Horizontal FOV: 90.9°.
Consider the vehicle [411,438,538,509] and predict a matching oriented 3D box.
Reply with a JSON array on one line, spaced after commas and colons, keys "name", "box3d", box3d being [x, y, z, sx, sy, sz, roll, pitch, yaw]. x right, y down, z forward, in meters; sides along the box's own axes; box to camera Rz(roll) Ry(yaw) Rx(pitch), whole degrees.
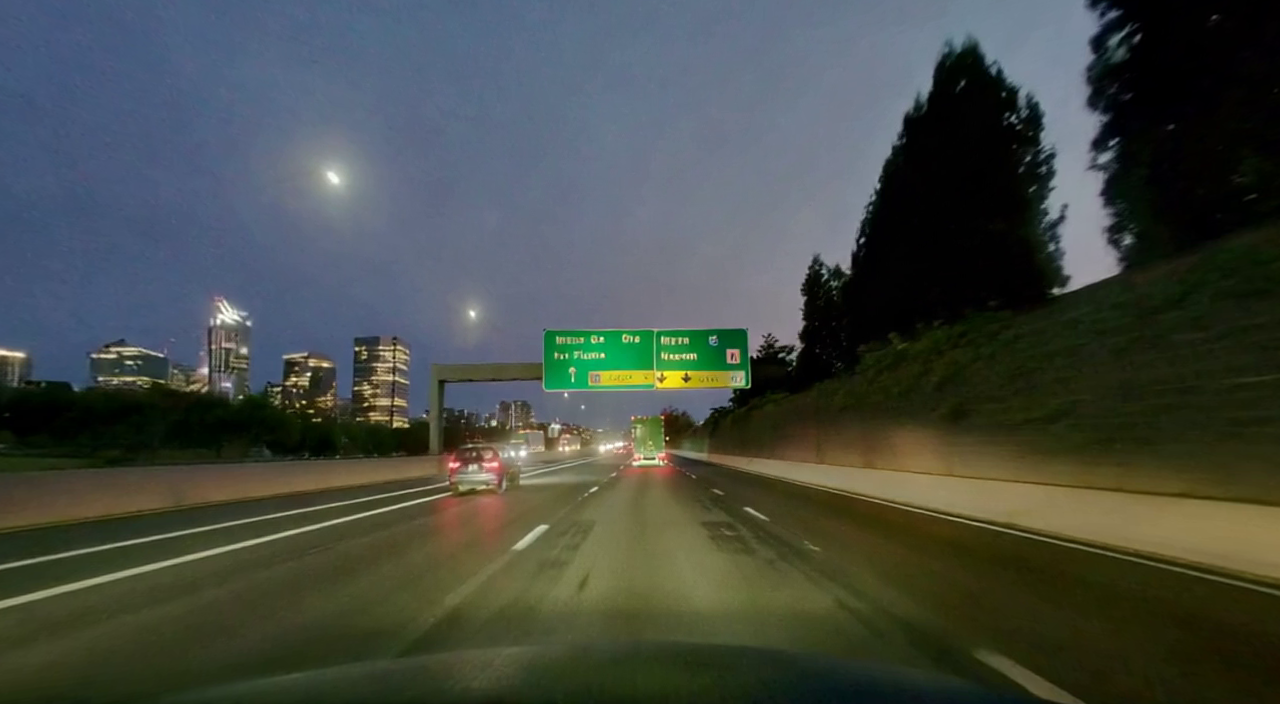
[{"name": "vehicle", "box3d": [-3.998, 3.004, 16.099, 1.974, 1.531, 4.429, 0, -9, 1]}]
